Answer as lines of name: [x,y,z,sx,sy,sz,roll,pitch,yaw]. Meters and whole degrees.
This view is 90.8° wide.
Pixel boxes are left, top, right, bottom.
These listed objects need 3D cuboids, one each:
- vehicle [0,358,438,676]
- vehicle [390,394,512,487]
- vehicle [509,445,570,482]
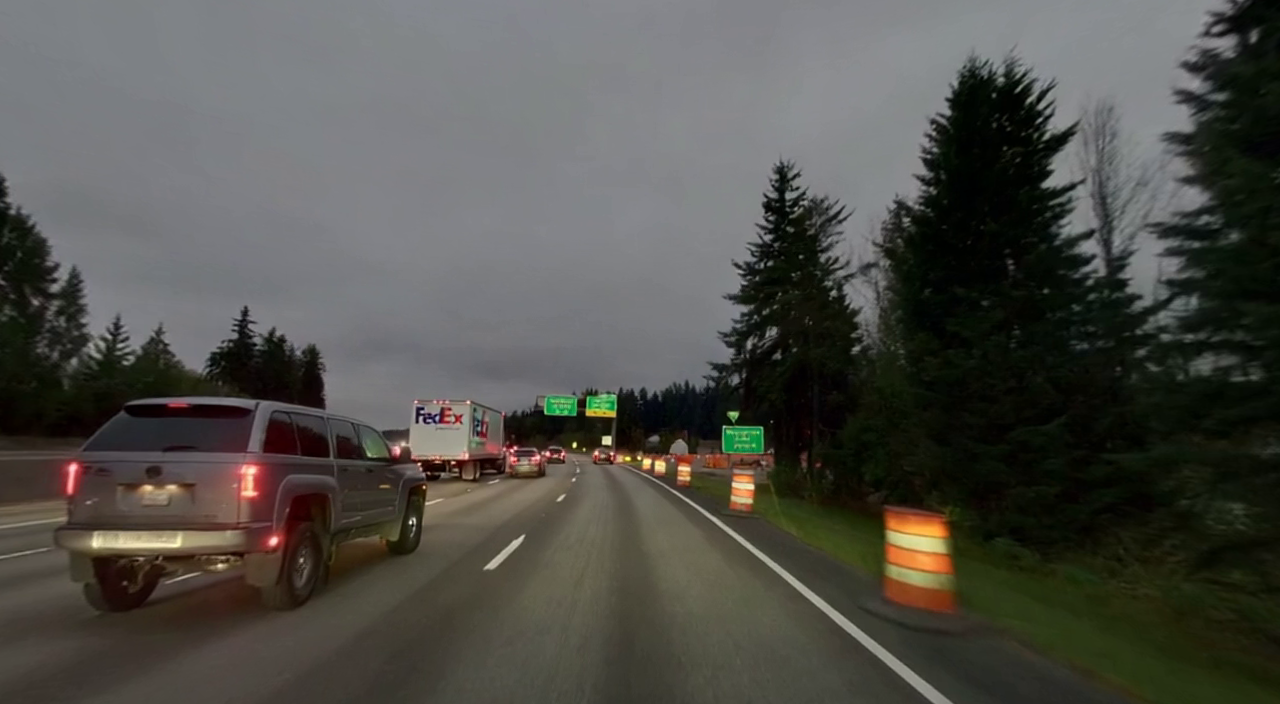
vehicle: [-3.796,1.319,6.140,2.170,1.886,4.628,0,-9,-1]
vehicle: [-7.565,3.784,26.764,2.870,3.266,8.589,0,-9,-3]
vehicle: [-4.352,4.906,28.029,2.192,1.478,4.591,0,-9,-3]
